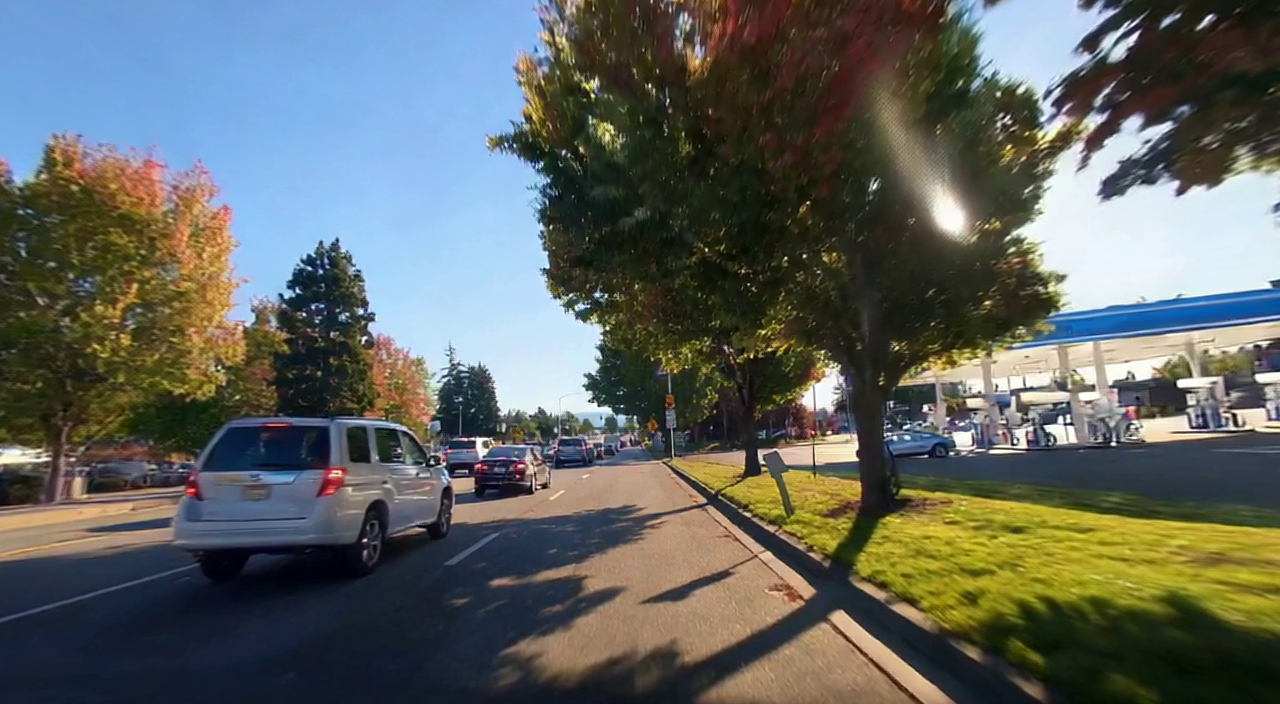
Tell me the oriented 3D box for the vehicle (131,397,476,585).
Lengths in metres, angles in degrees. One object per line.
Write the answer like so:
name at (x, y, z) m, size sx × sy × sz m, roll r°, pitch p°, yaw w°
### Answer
vehicle at (-4.054, 1.768, 8.854) m, size 2.071 × 1.896 × 4.782 m, roll 0°, pitch -9°, yaw 2°

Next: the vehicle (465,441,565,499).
vehicle at (-3.479, 3.362, 18.379) m, size 1.888 × 1.452 × 4.303 m, roll -1°, pitch -8°, yaw 2°

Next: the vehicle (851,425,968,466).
vehicle at (12.126, 4.224, 28.574) m, size 4.385 × 1.439 × 1.912 m, roll -5°, pitch -7°, yaw 4°

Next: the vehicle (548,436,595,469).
vehicle at (-4.069, 6.051, 38.082) m, size 2.306 × 1.815 × 4.476 m, roll 0°, pitch -8°, yaw 1°
